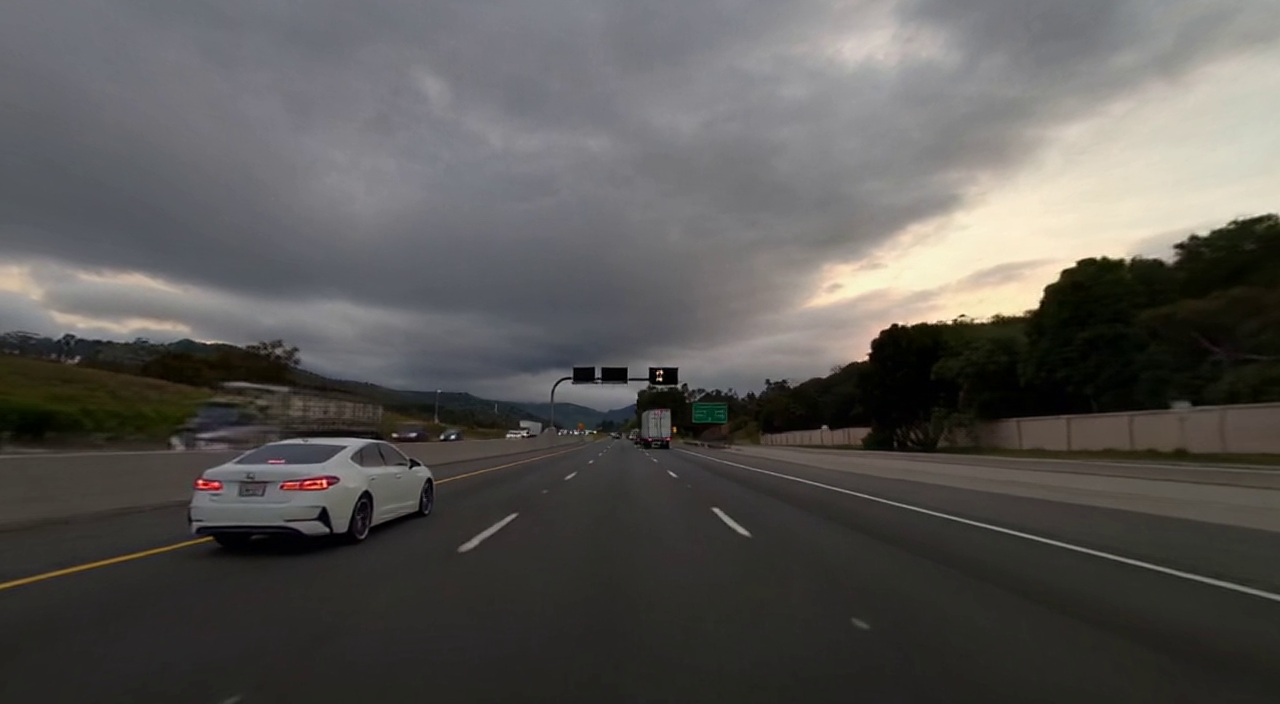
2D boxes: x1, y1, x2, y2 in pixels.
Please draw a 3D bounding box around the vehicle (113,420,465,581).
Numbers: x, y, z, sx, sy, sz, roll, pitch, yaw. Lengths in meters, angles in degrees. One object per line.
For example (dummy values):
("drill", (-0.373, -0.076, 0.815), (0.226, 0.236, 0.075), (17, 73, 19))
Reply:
("vehicle", (-3.804, 1.646, 7.974), (1.971, 1.444, 4.401), (0, -8, -1))
